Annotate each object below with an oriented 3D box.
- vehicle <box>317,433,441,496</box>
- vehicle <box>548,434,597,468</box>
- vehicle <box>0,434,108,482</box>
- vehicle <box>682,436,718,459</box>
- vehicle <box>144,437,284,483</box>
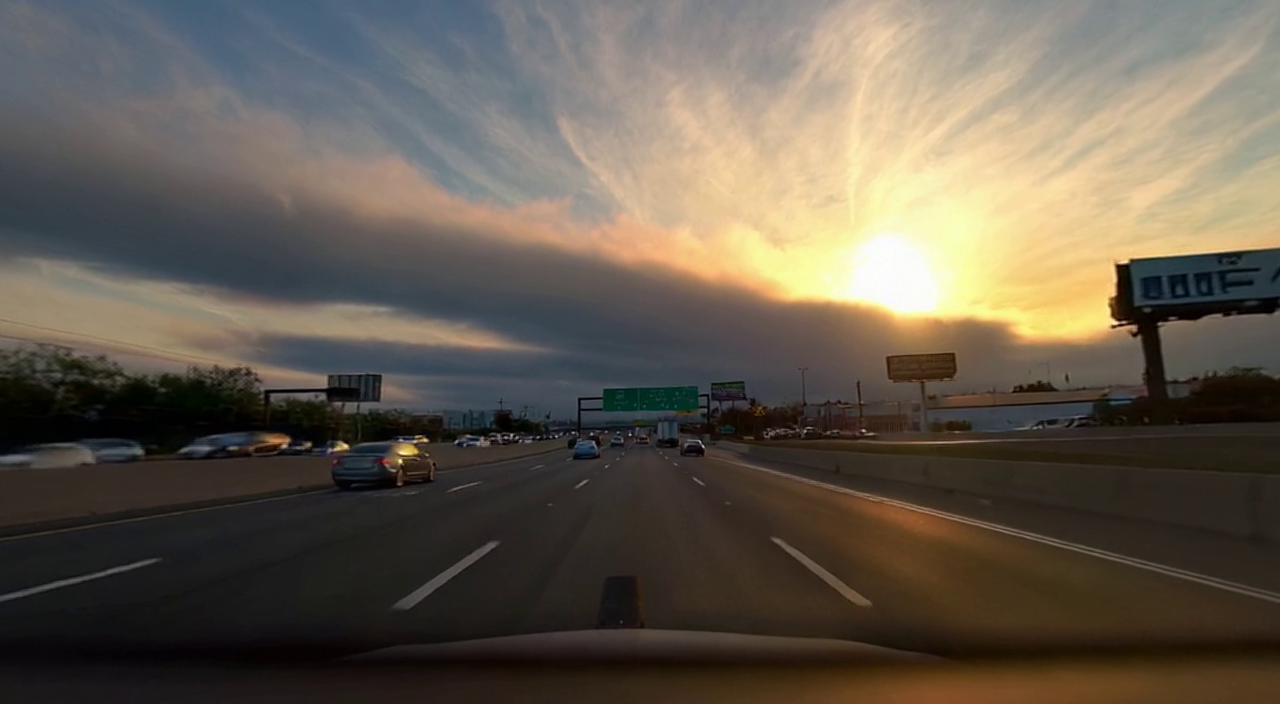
[{"bbox_3d":[-7.102,3.085,17.569,1.865,1.518,3.620,0,-9,1],"label":"vehicle"},{"bbox_3d":[-3.355,5.047,32.081,2.001,1.577,4.055,0,-9,1],"label":"vehicle"},{"bbox_3d":[-23.148,3.974,23.887,1.964,1.642,4.444,0,-9,0],"label":"vehicle"},{"bbox_3d":[4.202,6.855,44.975,2.135,1.532,4.506,0,-9,0],"label":"vehicle"},{"bbox_3d":[-16.118,4.102,24.207,1.944,1.535,4.831,0,-9,0],"label":"vehicle"}]
